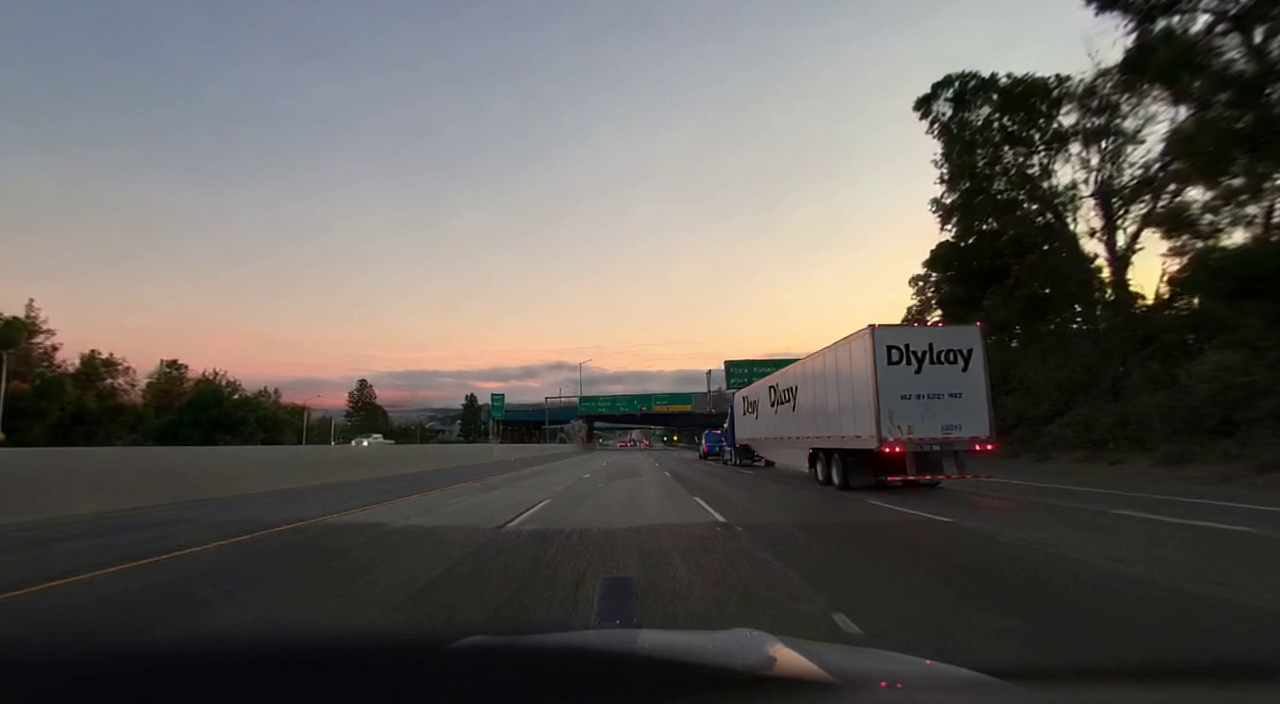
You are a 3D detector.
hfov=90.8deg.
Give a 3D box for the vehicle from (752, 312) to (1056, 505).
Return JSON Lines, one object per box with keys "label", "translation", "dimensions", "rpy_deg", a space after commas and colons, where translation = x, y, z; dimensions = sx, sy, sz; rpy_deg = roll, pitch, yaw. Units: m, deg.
{"label": "vehicle", "translation": [6.778, 2.296, 20.990], "dimensions": [2.962, 3.947, 16.241], "rpy_deg": [0, -8, -1]}
